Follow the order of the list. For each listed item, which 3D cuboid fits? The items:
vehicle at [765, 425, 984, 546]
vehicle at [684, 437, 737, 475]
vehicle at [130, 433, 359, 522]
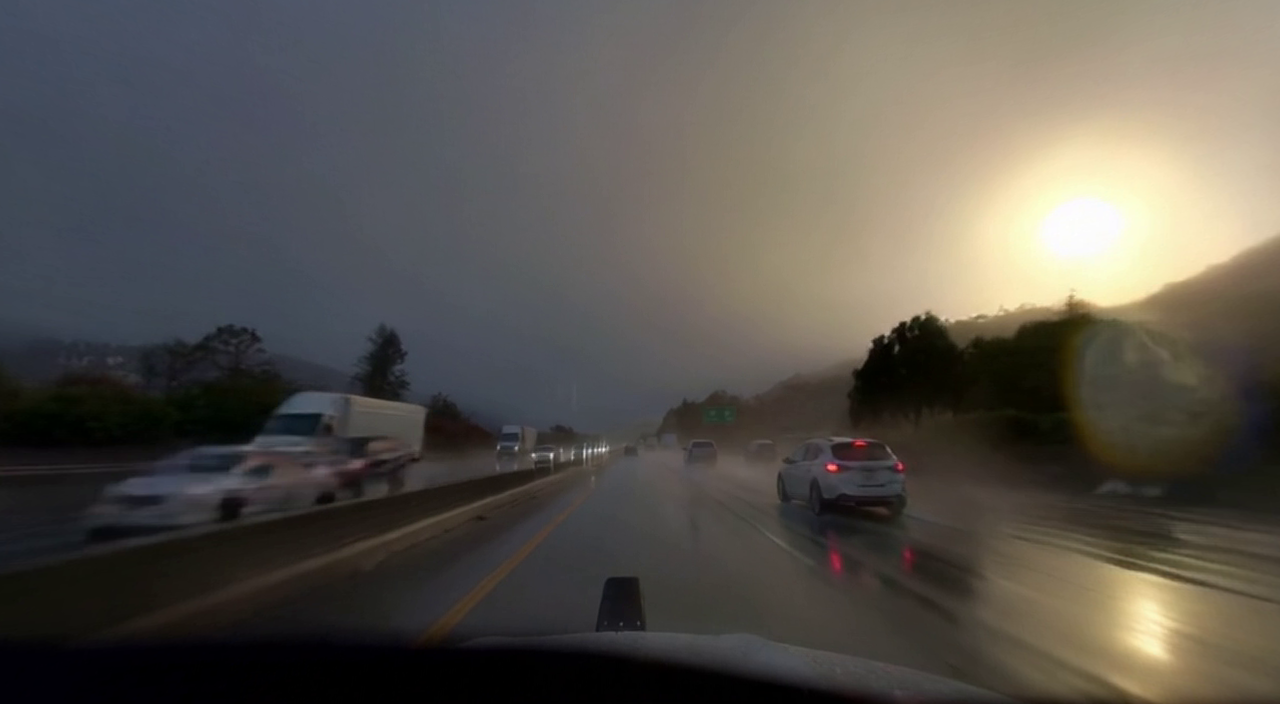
[{"bbox_3d":[3.597,2.131,10.673,2.023,1.603,4.159,0,-9,-1],"label":"vehicle"},{"bbox_3d":[3.481,5.284,32.150,2.070,1.751,4.576,0,-9,-1],"label":"vehicle"},{"bbox_3d":[-7.654,2.453,12.846,1.900,1.485,4.239,0,-9,0],"label":"vehicle"}]
